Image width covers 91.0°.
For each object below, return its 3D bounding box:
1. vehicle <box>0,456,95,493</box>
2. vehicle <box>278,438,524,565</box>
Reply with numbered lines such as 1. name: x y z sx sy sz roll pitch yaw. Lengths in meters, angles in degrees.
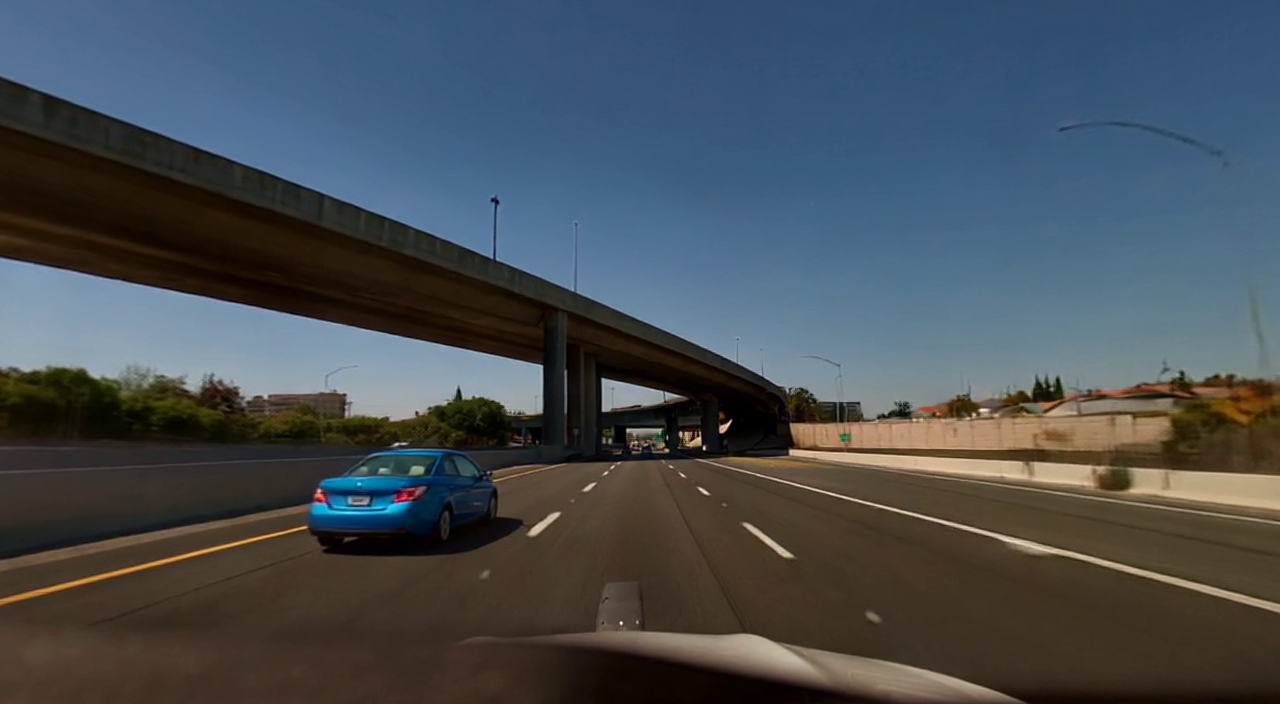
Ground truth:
1. vehicle: -26.590 5.333 27.693 1.692 1.456 3.847 0 -9 1
2. vehicle: -3.223 2.089 9.588 2.044 1.478 4.114 0 -9 1
